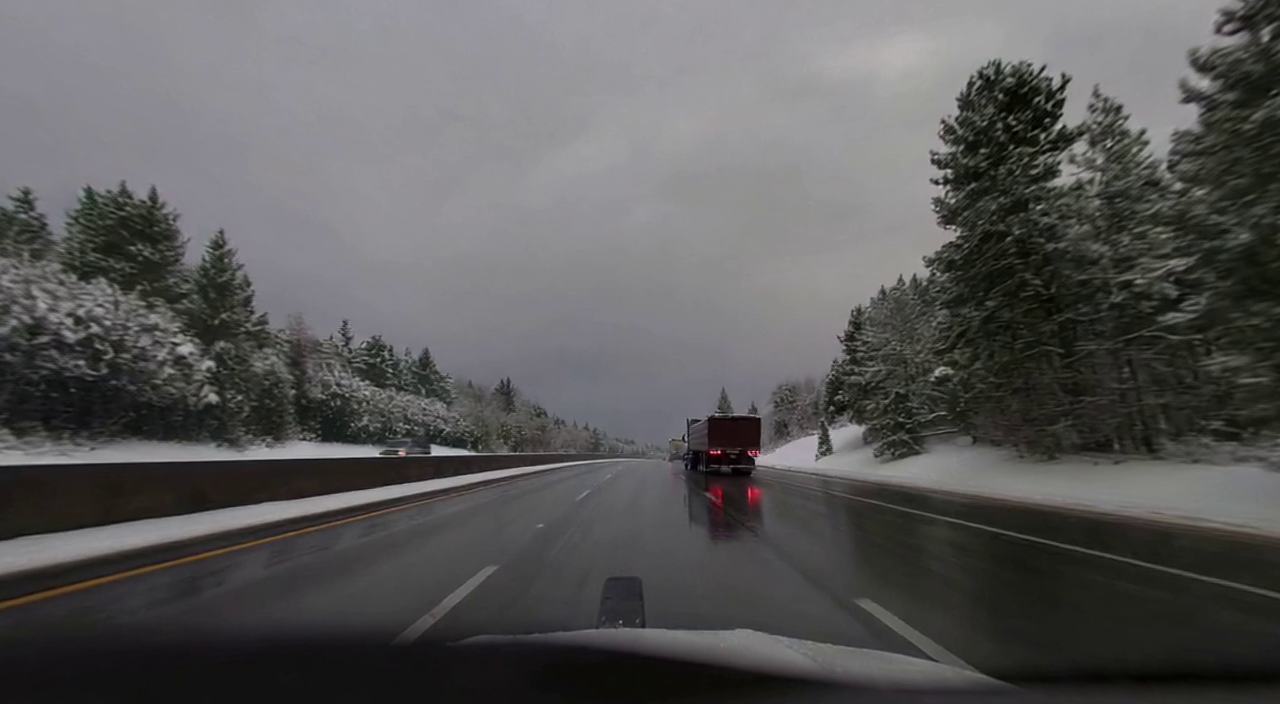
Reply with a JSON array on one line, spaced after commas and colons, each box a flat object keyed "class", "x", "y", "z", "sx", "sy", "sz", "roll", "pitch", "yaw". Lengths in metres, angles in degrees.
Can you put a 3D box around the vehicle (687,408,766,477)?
[{"class": "vehicle", "x": 4.834, "y": 5.606, "z": 38.549, "sx": 2.868, "sy": 3.427, "sz": 14.032, "roll": 0, "pitch": -9, "yaw": 0}]
